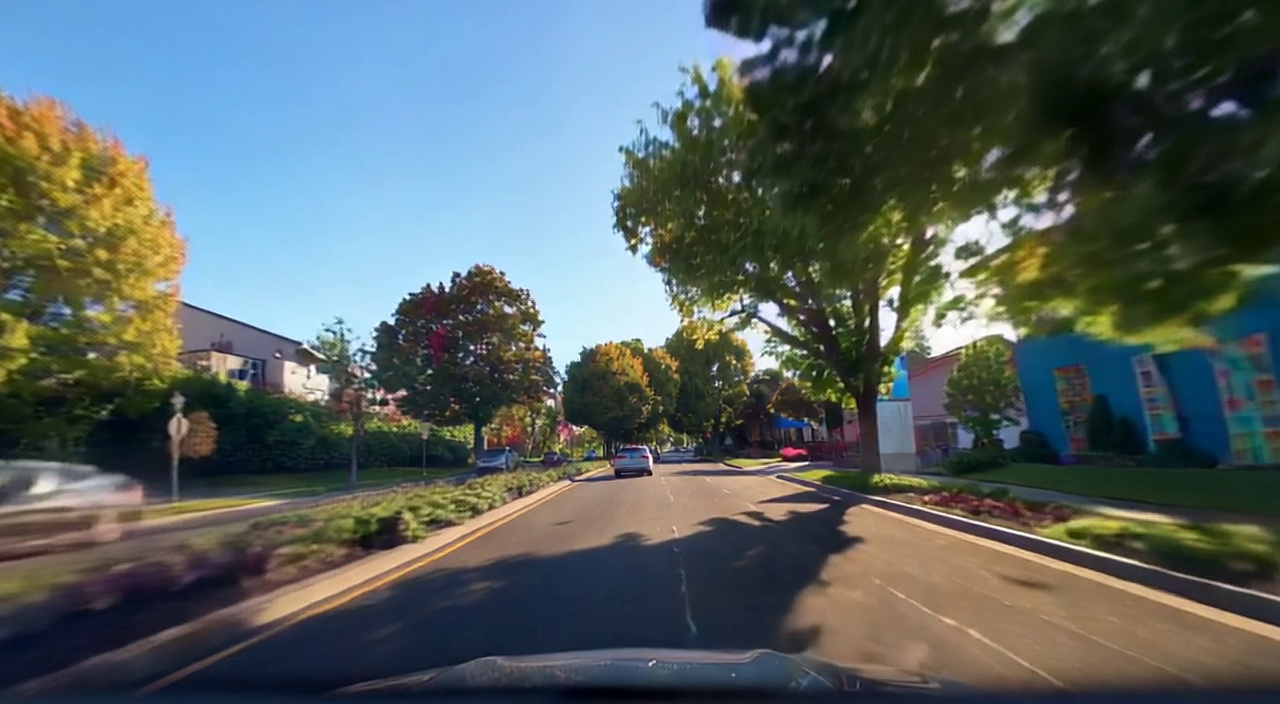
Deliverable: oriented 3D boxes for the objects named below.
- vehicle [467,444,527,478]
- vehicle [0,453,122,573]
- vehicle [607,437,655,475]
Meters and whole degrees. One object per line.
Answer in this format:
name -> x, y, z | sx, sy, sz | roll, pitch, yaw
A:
vehicle -> -8.035, 6.145, 35.855 | 2.093, 1.772, 4.478 | -1, -8, 3
vehicle -> -9.867, 2.243, 8.687 | 1.908, 1.616, 3.988 | -1, -8, 3
vehicle -> -0.354, 5.102, 31.097 | 2.129, 1.713, 4.314 | 0, -8, 2
